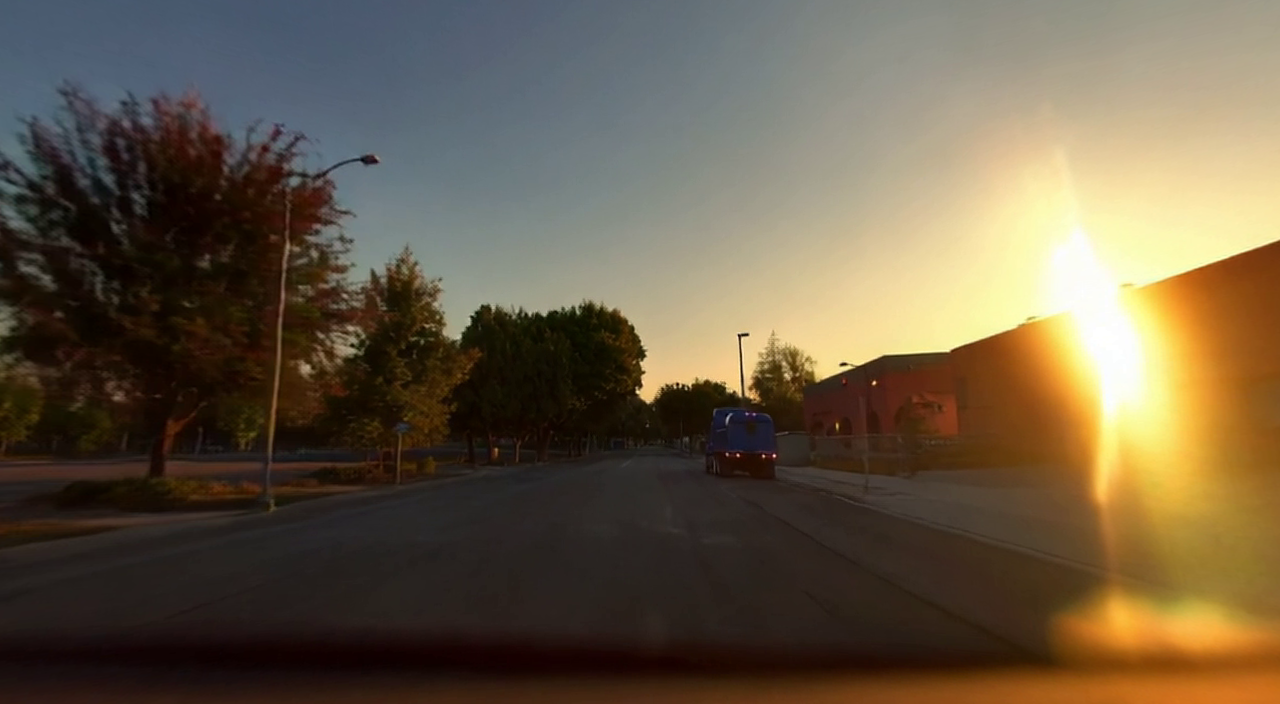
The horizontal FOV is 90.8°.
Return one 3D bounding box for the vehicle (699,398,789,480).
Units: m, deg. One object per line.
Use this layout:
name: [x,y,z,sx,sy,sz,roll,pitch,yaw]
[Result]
vehicle: [4.523,4.036,28.968,3.019,3.303,6.252,0,-9,0]
